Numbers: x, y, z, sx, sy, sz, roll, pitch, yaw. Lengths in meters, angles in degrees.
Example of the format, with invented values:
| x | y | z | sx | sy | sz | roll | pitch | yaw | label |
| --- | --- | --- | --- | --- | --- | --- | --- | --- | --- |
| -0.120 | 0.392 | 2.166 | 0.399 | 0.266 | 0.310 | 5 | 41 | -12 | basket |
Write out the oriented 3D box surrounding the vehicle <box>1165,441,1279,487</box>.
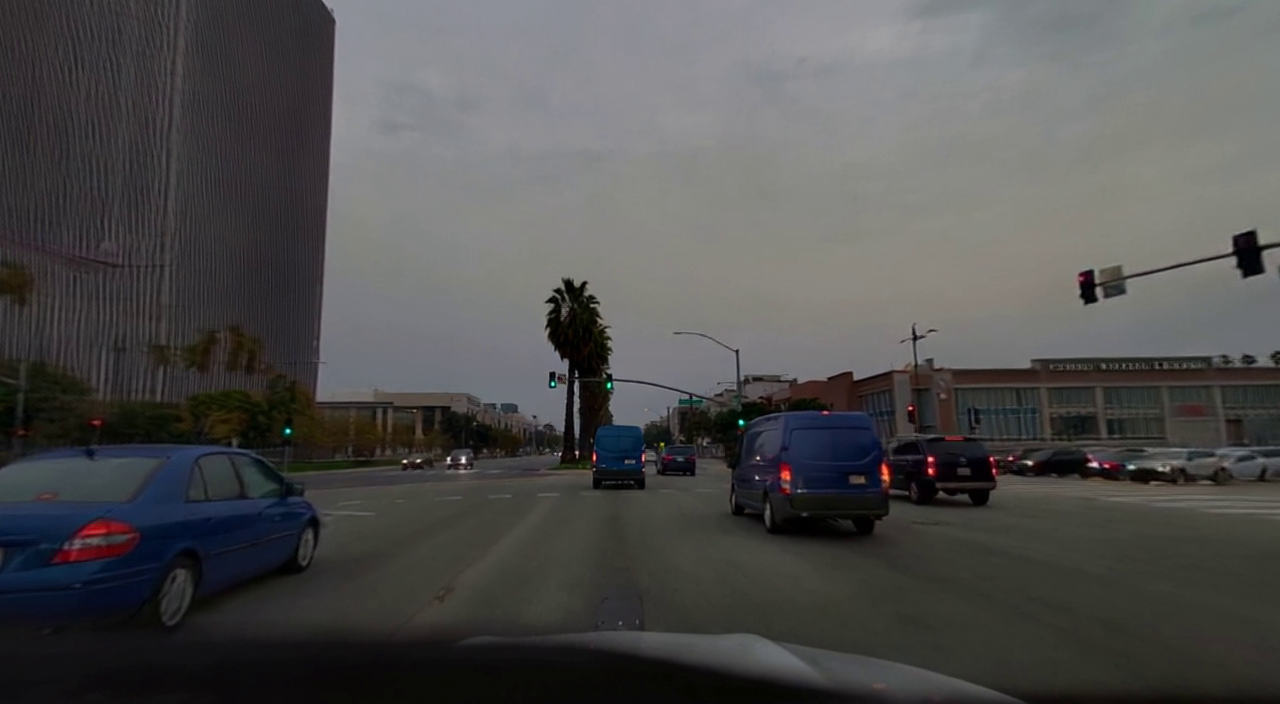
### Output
| x | y | z | sx | sy | sz | roll | pitch | yaw | label |
| --- | --- | --- | --- | --- | --- | --- | --- | --- | --- |
| 21.801 | 4.026 | 22.957 | 3.798 | 1.550 | 2.006 | 1 | -9 | -8 | vehicle |

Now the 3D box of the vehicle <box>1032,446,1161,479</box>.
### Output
| x | y | z | sx | sy | sz | roll | pitch | yaw | label |
| --- | --- | --- | --- | --- | --- | --- | --- | --- | --- |
| 20.787 | 5.051 | 28.896 | 4.412 | 1.441 | 2.181 | 2 | -10 | -9 | vehicle |

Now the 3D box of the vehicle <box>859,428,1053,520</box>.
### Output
| x | y | z | sx | sy | sz | roll | pitch | yaw | label |
| --- | --- | --- | --- | --- | --- | --- | --- | --- | --- |
| 6.955 | 2.728 | 14.622 | 2.023 | 1.771 | 4.488 | 0 | -9 | -2 | vehicle |

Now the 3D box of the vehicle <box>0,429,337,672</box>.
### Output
| x | y | z | sx | sy | sz | roll | pitch | yaw | label |
| --- | --- | --- | --- | --- | --- | --- | --- | --- | --- |
| -4.711 | 1.519 | 6.020 | 1.997 | 1.430 | 4.655 | 1 | -9 | -9 | vehicle |

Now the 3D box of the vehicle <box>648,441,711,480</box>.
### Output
| x | y | z | sx | sy | sz | roll | pitch | yaw | label |
| --- | --- | --- | --- | --- | --- | --- | --- | --- | --- |
| 1.802 | 5.310 | 31.131 | 2.462 | 1.736 | 4.899 | 1 | -9 | -4 | vehicle |

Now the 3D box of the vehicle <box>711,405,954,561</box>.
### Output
| x | y | z | sx | sy | sz | roll | pitch | yaw | label |
| --- | --- | --- | --- | --- | --- | --- | --- | --- | --- |
| 2.583 | 1.922 | 9.966 | 2.200 | 1.847 | 4.618 | 0 | -9 | -2 | vehicle |

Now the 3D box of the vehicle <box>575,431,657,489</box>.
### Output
| x | y | z | sx | sy | sz | roll | pitch | yaw | label |
| --- | --- | --- | --- | --- | --- | --- | --- | --- | --- |
| -0.934 | 4.171 | 24.744 | 2.848 | 1.991 | 5.706 | 0 | -9 | -2 | vehicle |
